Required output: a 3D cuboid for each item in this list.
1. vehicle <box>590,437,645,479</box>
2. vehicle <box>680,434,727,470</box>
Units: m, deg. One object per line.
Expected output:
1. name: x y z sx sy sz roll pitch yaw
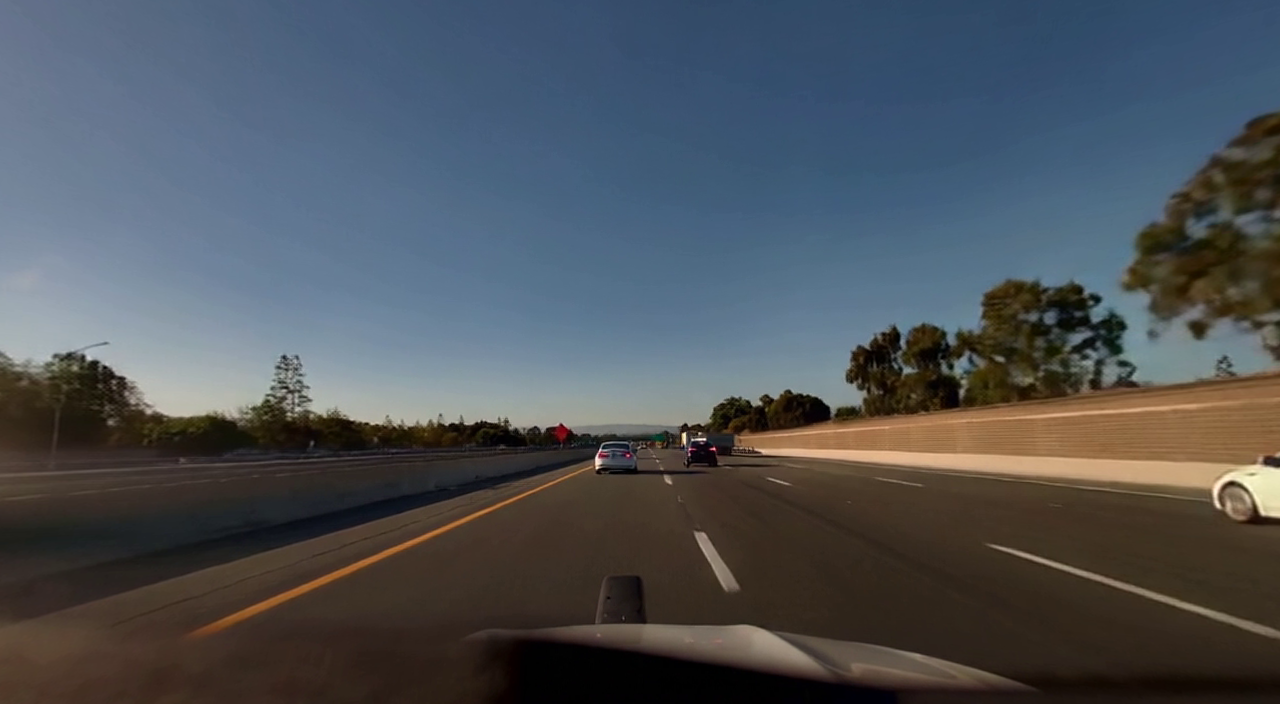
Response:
1. vehicle: -0.830 4.326 25.908 2.050 1.546 4.344 0 -8 1
2. vehicle: 3.248 5.230 32.986 2.063 1.698 4.355 0 -8 0
